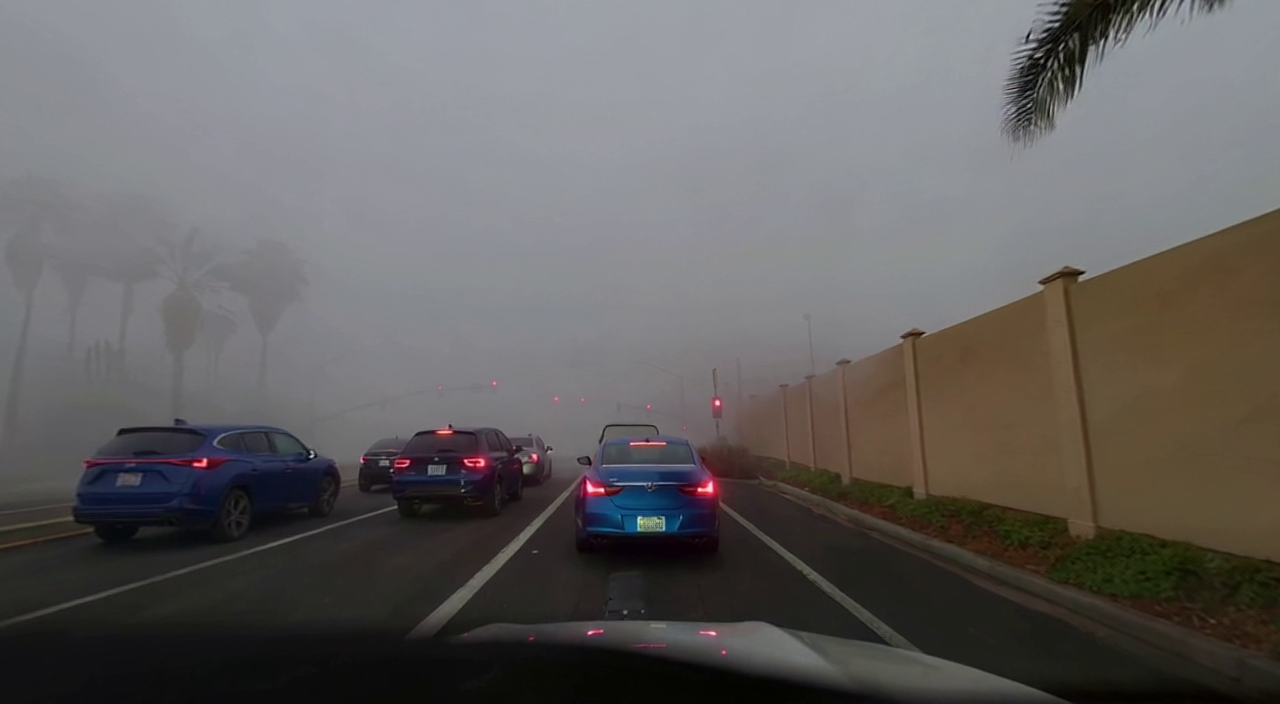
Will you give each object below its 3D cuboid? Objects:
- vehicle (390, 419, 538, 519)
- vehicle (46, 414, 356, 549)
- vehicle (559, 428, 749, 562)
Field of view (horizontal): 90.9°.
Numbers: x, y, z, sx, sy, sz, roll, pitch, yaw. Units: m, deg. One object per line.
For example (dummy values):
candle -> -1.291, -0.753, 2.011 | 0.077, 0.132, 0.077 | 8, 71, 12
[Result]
vehicle -> -3.450, 2.380, 13.298 | 2.007, 1.746, 4.136 | 0, -8, -2
vehicle -> -6.684, 2.001, 10.422 | 1.963, 1.721, 4.467 | 0, -8, -2
vehicle -> 0.072, 1.924, 9.267 | 2.128, 1.473, 4.272 | 0, -8, -2
